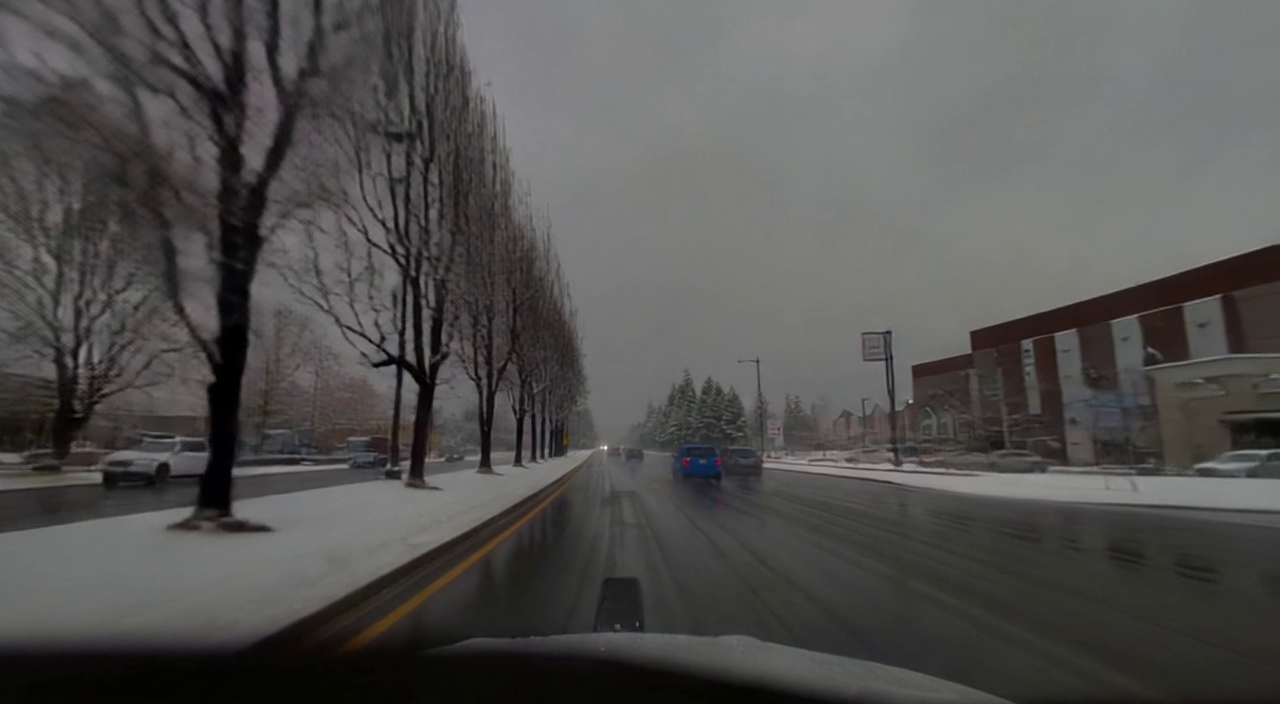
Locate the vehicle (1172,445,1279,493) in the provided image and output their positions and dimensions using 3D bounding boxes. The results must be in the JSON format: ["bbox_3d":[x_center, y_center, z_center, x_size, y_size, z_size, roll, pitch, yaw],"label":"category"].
[{"bbox_3d":[21.527,4.055,22.037,4.530,1.551,2.049,2,-9,-14],"label":"vehicle"}]

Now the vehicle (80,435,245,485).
[{"bbox_3d":[-22.463,5.126,30.219,2.593,2.075,6.841,0,-9,0],"label":"vehicle"}]

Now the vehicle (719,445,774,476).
[{"bbox_3d":[5.629,5.788,33.776,1.886,1.528,4.169,1,-9,-6],"label":"vehicle"}]

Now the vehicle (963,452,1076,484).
[{"bbox_3d":[18.792,5.696,31.232,4.646,1.479,2.070,3,-9,-16],"label":"vehicle"}]

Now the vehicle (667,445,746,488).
[{"bbox_3d":[2.392,4.292,23.931,2.256,1.451,4.313,1,-9,-4],"label":"vehicle"}]

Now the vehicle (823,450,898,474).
[{"bbox_3d":[15.123,7.518,43.198,4.486,1.532,1.939,3,-9,-18],"label":"vehicle"}]
